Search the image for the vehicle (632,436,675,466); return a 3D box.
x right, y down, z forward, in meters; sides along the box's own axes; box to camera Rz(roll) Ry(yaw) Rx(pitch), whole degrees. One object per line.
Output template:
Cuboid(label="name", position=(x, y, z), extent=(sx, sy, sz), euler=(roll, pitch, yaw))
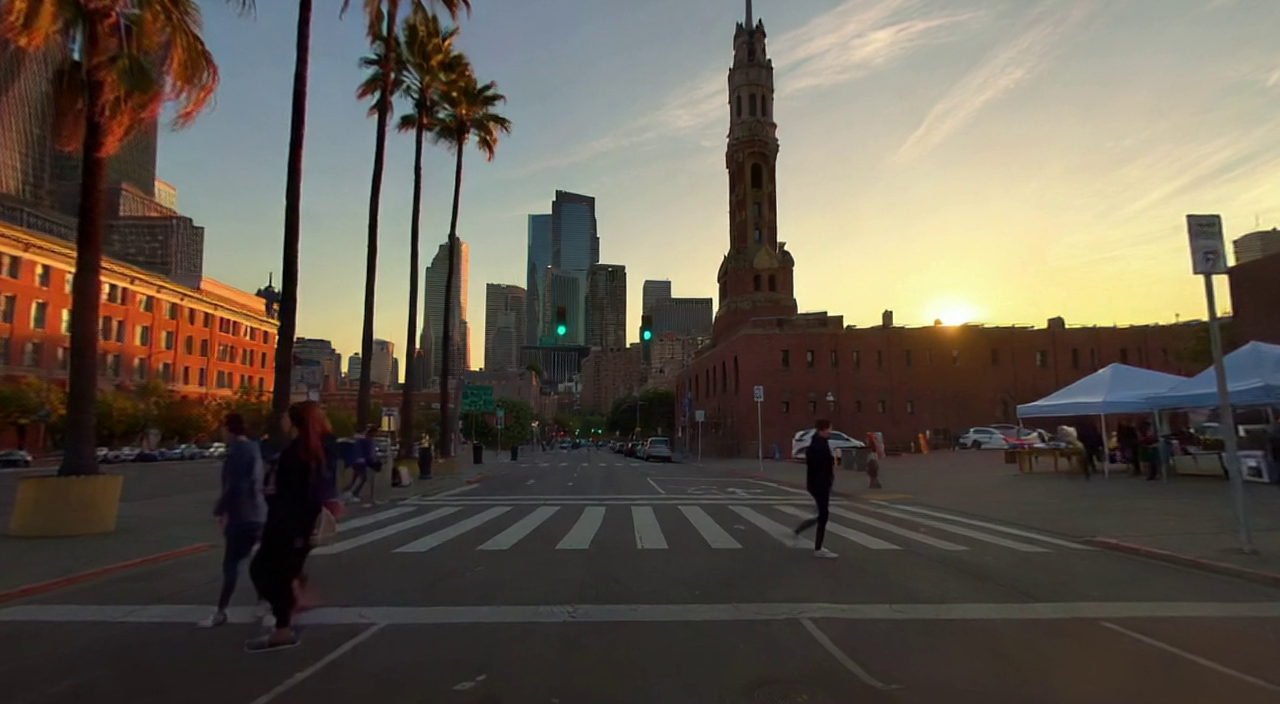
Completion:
Cuboid(label="vehicle", position=(0.904, 7.292, 46.674), extent=(2.322, 2.071, 5.366), euler=(1, -9, -9))
